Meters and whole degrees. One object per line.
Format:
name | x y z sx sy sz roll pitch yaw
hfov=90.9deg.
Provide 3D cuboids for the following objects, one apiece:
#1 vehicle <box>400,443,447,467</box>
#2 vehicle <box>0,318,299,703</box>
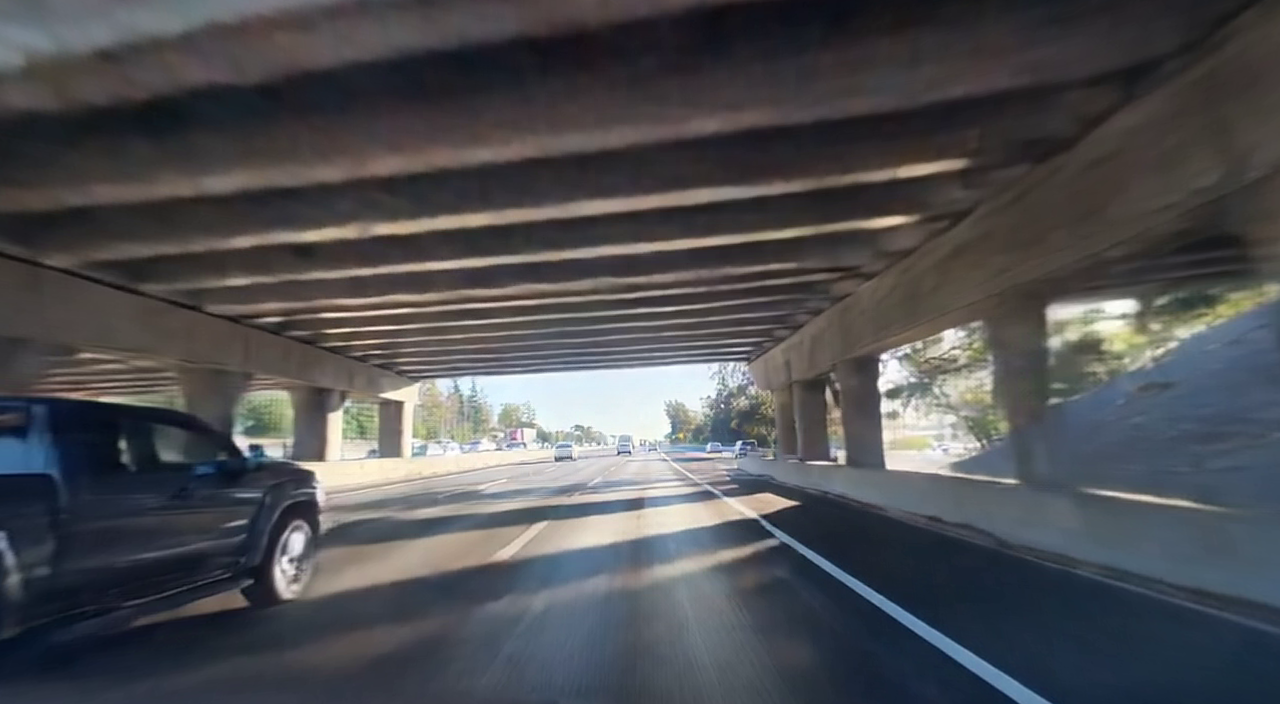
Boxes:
vehicle | -16.391 7.783 47.950 2.036 1.666 4.303 0 -8 1
vehicle | -3.715 0.801 2.527 1.994 1.911 4.819 0 -8 0
